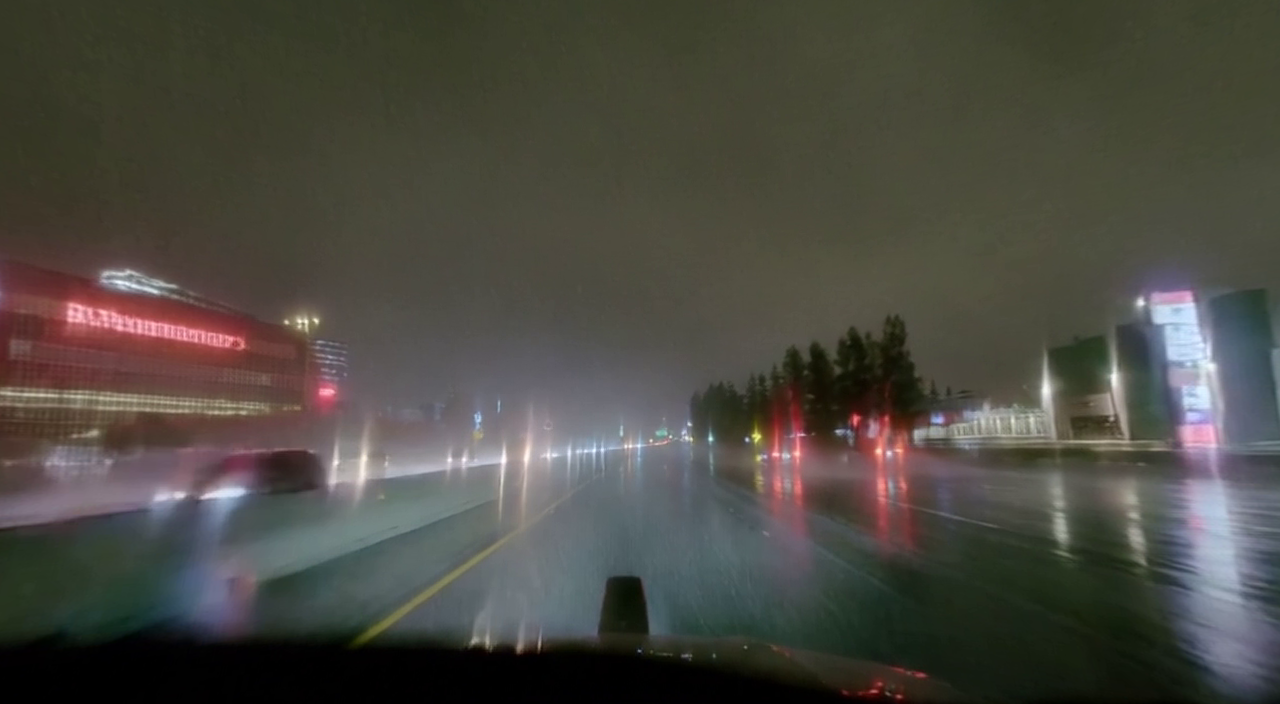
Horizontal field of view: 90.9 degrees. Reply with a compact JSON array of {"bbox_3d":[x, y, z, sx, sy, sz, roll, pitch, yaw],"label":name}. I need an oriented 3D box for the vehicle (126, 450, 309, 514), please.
[{"bbox_3d":[-11.562,3.537,17.768,1.910,1.499,4.634,0,-8,0],"label":"vehicle"}]

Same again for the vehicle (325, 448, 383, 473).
[{"bbox_3d":[-21.921,8.298,48.577,2.059,1.784,5.055,0,-8,0],"label":"vehicle"}]
